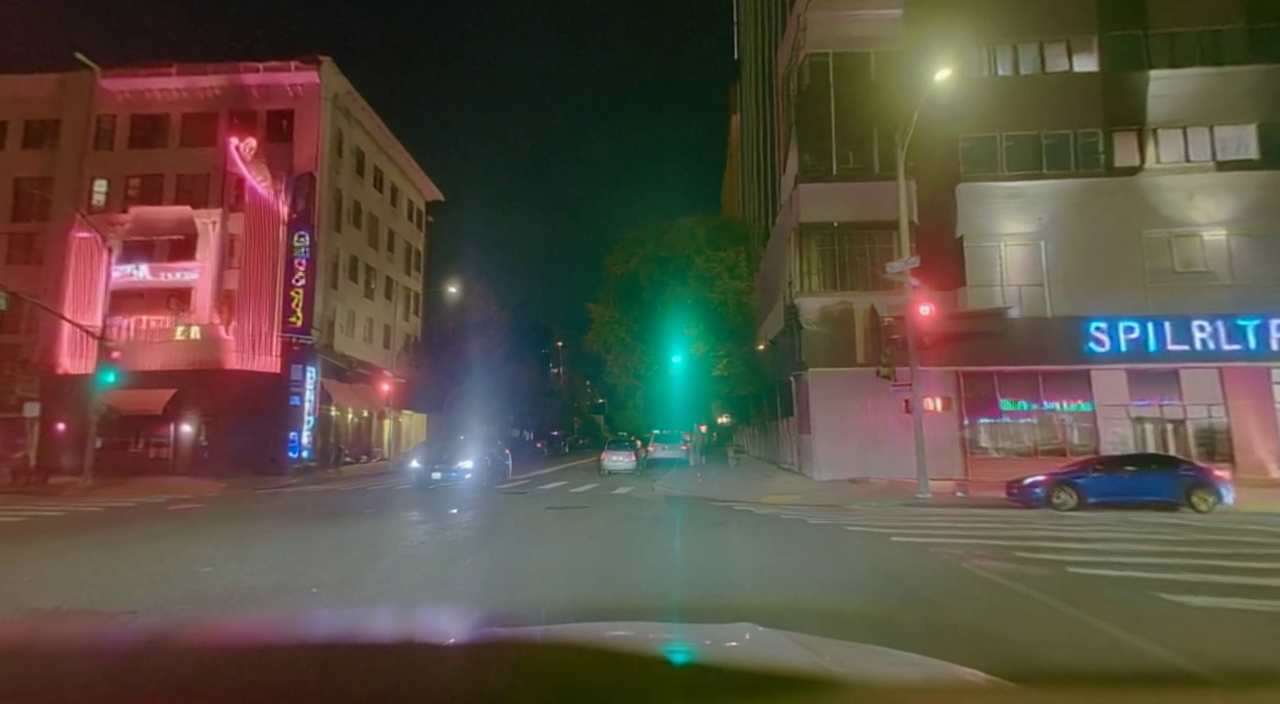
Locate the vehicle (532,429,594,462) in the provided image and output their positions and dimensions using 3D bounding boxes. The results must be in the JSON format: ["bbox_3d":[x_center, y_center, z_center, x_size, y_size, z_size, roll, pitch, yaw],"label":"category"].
[{"bbox_3d":[-4.243,5.292,35.848,2.181,1.723,4.692,-2,-8,10],"label":"vehicle"}]

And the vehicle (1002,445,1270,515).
[{"bbox_3d":[11.157,2.890,14.552,4.426,1.446,1.795,-2,-8,9],"label":"vehicle"}]

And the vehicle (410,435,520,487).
[{"bbox_3d":[-5.524,3.495,20.658,2.119,1.485,4.472,-1,-8,3],"label":"vehicle"}]

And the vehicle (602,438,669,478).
[{"bbox_3d":[-0.078,4.298,25.972,1.892,1.481,4.365,-2,-8,11],"label":"vehicle"}]

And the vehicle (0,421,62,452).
[{"bbox_3d":[-32.678,4.343,32.465,1.699,1.539,4.060,-2,-8,8],"label":"vehicle"}]
